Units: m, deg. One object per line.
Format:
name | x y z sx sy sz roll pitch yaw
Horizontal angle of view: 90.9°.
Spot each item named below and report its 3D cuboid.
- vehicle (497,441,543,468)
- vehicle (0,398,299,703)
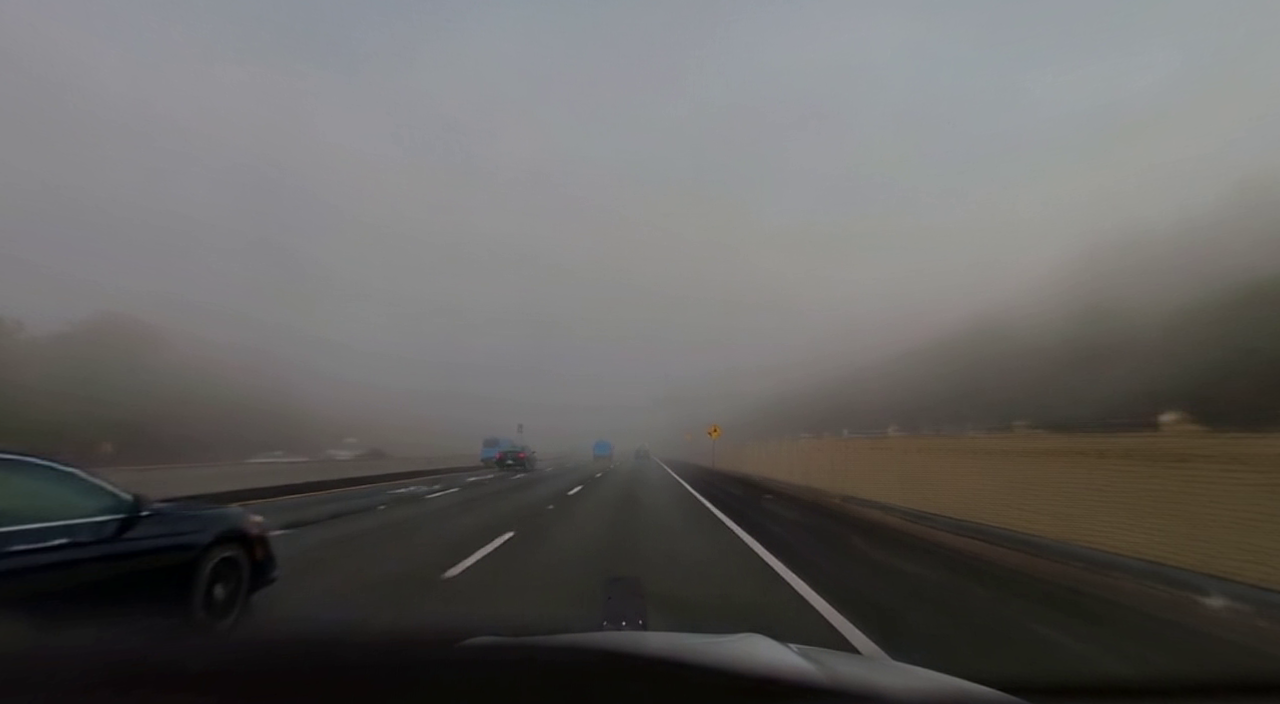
vehicle | -7.423 6.389 39.449 2.014 1.598 4.015 0 -8 1
vehicle | -3.511 0.876 1.948 2.081 1.514 4.943 0 -8 1
